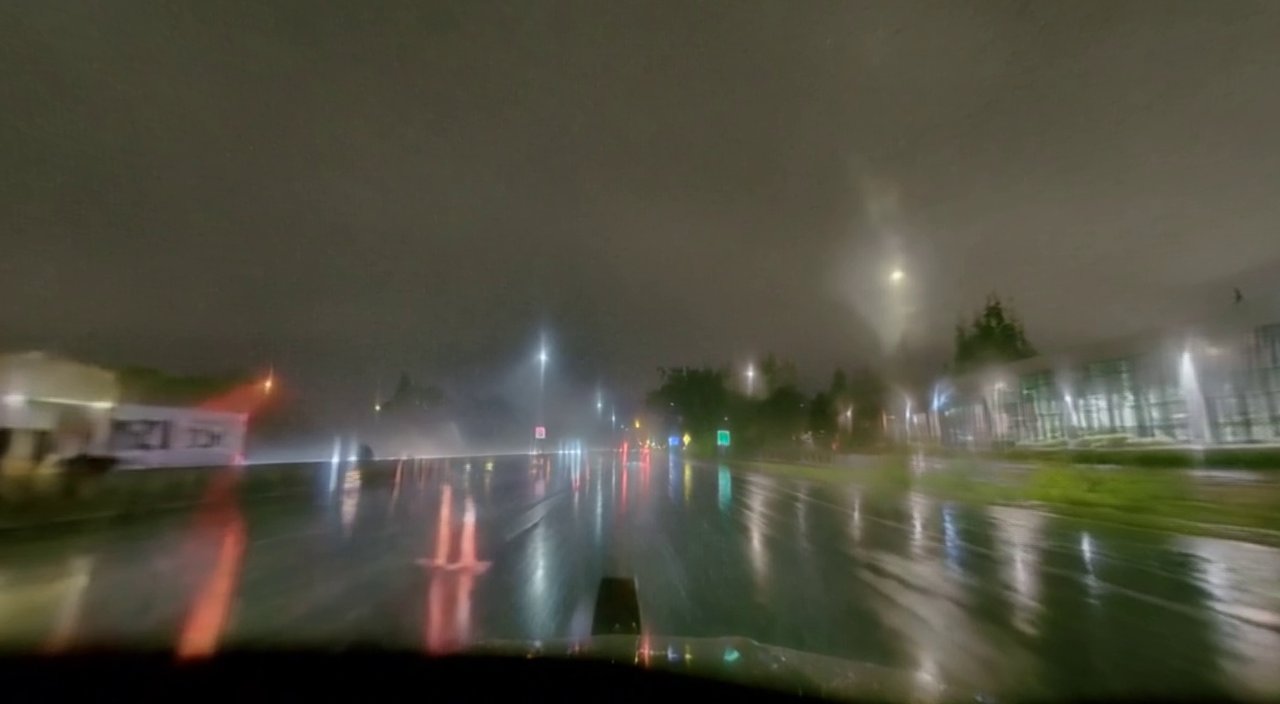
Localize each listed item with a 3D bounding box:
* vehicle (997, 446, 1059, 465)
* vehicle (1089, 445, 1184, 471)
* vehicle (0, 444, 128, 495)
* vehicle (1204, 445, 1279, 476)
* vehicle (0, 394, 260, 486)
[{"bbox_3d":[29.798,7.939,48.587,3.595,1.393,1.803,0,-9,-2],"label":"vehicle"},{"bbox_3d":[29.750,6.363,37.934,3.988,1.507,1.965,0,-10,1],"label":"vehicle"},{"bbox_3d":[-20.848,3.996,21.812,1.932,1.556,5.257,0,-9,0],"label":"vehicle"},{"bbox_3d":[30.161,5.228,30.628,3.771,1.435,1.944,0,-8,-2],"label":"vehicle"},{"bbox_3d":[-27.971,5.101,35.802,2.877,3.965,16.520,0,-9,-1],"label":"vehicle"}]
